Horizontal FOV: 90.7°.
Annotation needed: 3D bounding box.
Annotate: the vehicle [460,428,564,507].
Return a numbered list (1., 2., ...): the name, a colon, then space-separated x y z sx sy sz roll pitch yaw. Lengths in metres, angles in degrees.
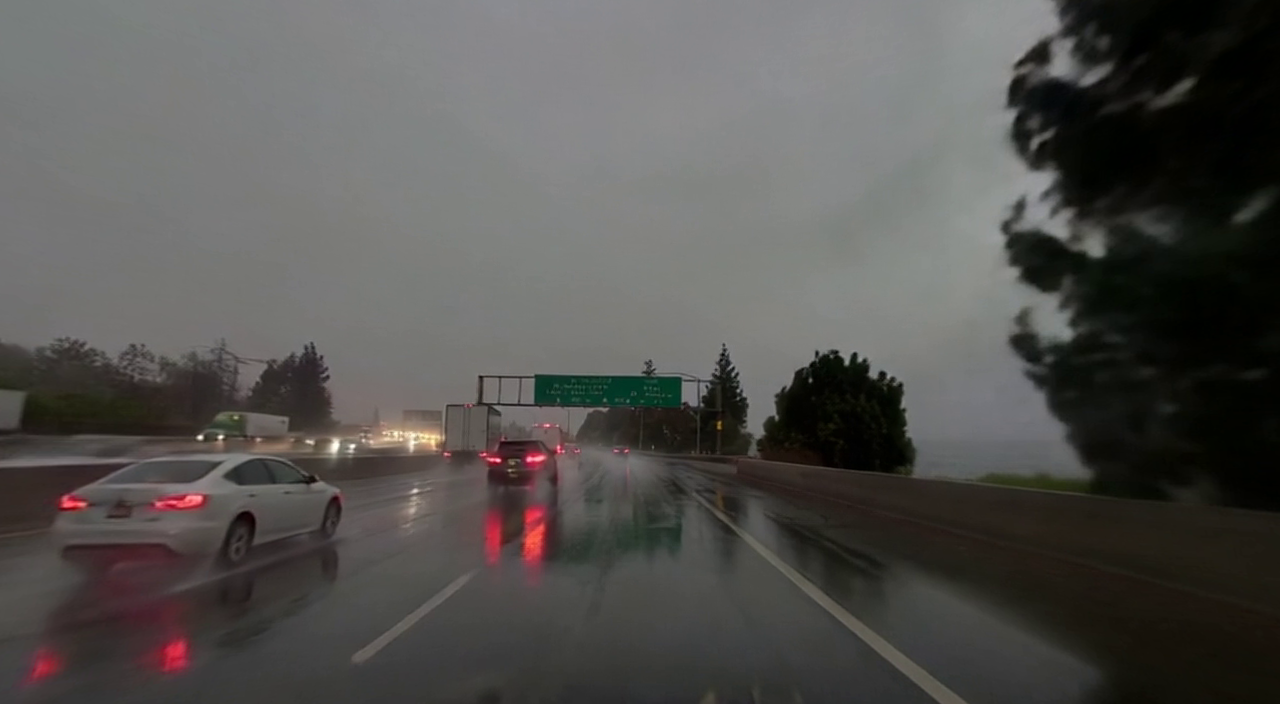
1. vehicle: -3.282 3.068 17.365 2.093 1.785 5.303 0 -9 -4

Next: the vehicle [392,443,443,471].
1. vehicle: -15.332 7.218 43.833 2.069 1.789 4.768 0 -9 -4

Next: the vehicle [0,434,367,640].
1. vehicle: -4.874 1.670 6.858 1.932 1.445 4.625 0 -9 -2
